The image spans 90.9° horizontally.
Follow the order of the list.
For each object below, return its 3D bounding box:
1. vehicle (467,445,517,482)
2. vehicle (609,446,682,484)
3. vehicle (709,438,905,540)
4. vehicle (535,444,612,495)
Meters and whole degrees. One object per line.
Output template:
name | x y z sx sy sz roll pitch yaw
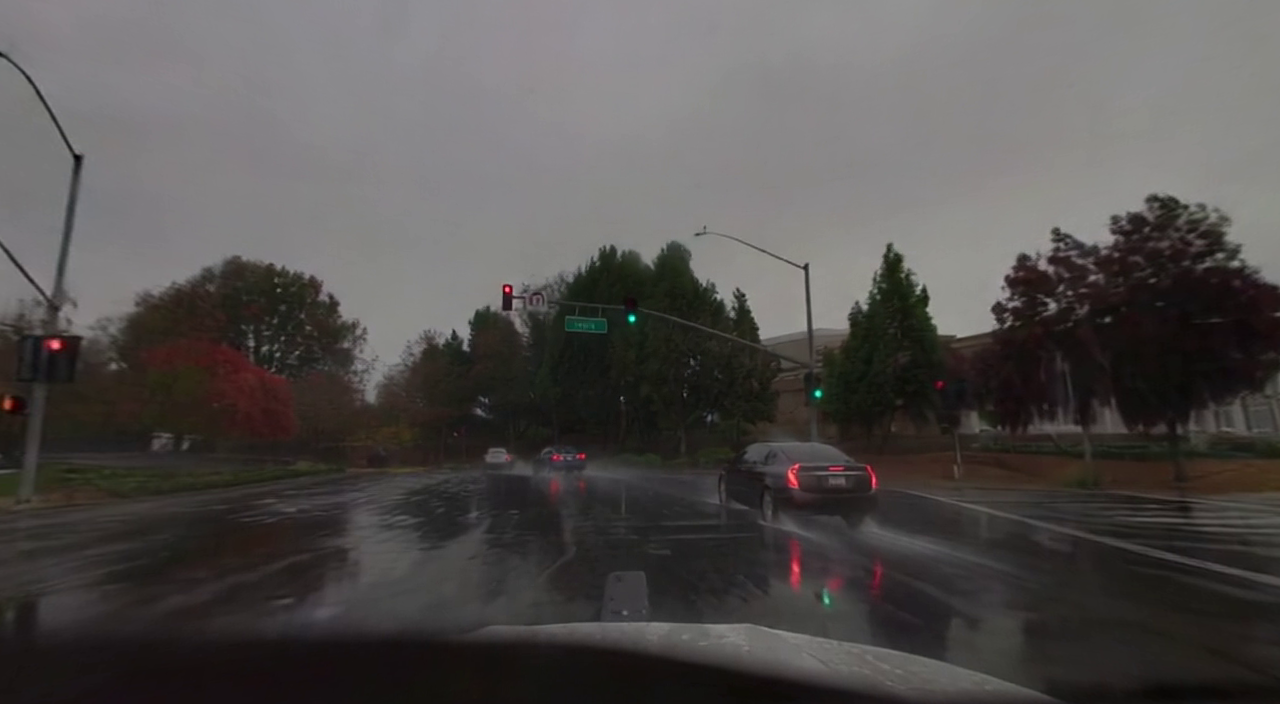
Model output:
vehicle | -6.874 5.133 29.229 2.012 1.492 4.079 3 -8 -13
vehicle | 0.119 4.793 27.204 1.957 1.463 4.701 2 -9 -15
vehicle | 2.748 2.368 11.651 1.984 1.476 4.488 1 -9 -6
vehicle | -2.459 4.016 22.080 2.308 1.535 4.811 2 -9 -10
